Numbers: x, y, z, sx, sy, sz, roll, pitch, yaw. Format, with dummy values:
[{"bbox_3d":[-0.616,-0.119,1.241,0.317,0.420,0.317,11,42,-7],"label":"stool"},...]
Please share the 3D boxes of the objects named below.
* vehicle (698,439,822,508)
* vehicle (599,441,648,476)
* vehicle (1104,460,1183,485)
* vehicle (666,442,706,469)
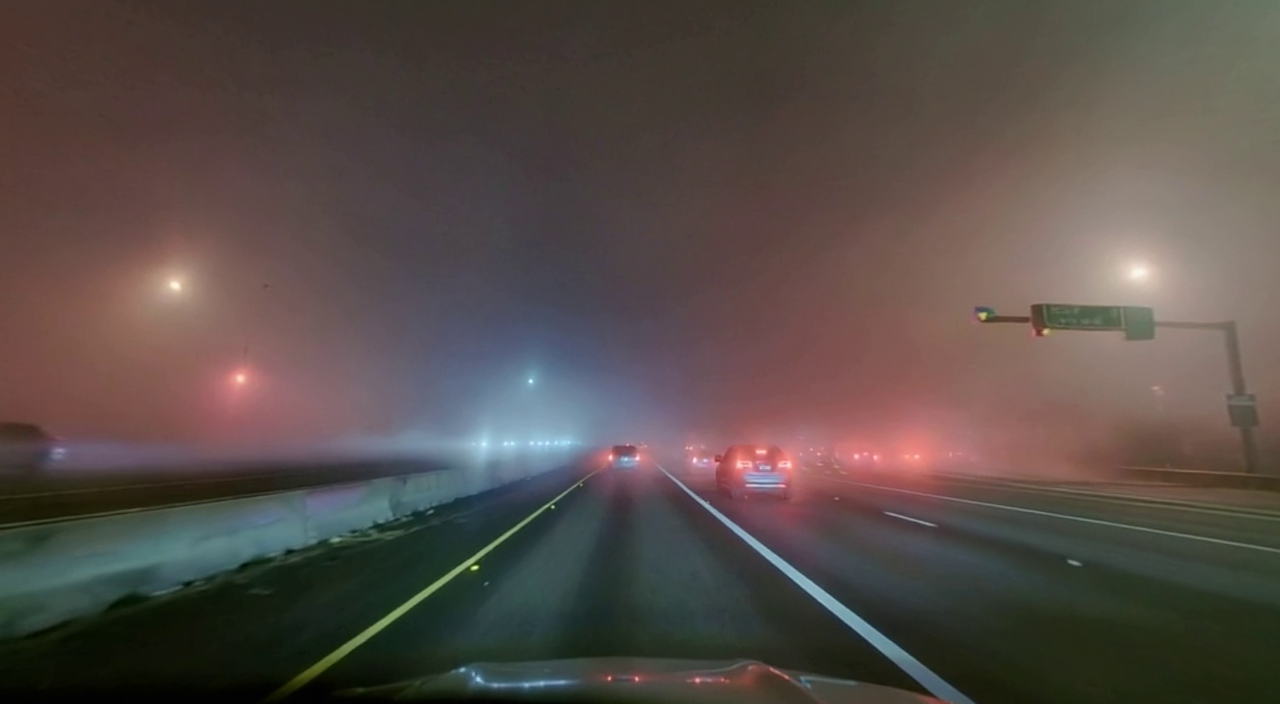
[{"bbox_3d":[2.759,2.916,15.676,2.042,1.460,4.451,0,-9,-2],"label":"vehicle"},{"bbox_3d":[-0.727,4.807,28.677,2.069,1.470,4.004,0,-8,-1],"label":"vehicle"},{"bbox_3d":[30.869,7.377,38.843,1.607,1.396,3.554,1,-8,-7],"label":"vehicle"},{"bbox_3d":[2.705,6.160,37.733,1.916,1.487,4.117,0,-9,-2],"label":"vehicle"}]
